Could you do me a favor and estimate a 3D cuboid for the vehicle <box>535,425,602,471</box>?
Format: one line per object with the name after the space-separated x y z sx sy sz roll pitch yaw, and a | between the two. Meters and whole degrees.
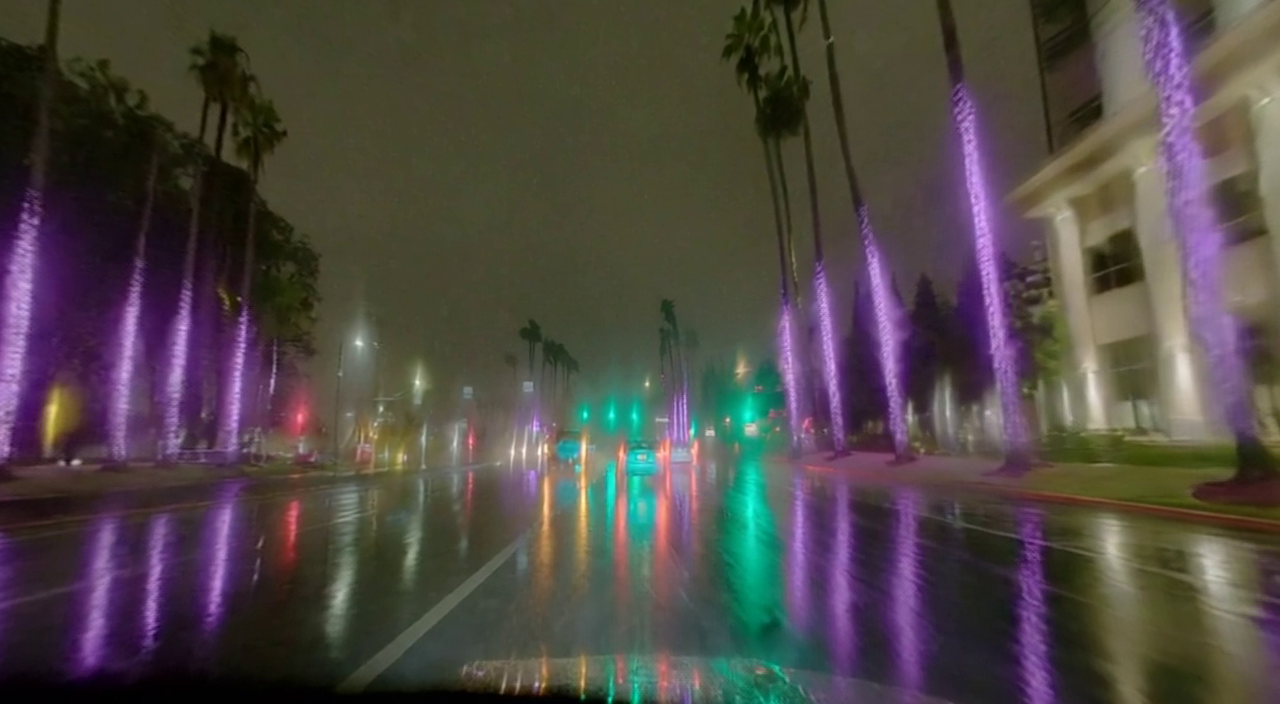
-3.389 4.781 31.433 2.672 2.064 5.681 0 -9 0 | vehicle

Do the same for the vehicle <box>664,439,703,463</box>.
2.814 6.575 41.972 2.085 1.482 4.491 0 -9 -2 | vehicle

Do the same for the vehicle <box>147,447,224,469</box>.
-34.698 8.072 48.336 4.278 1.652 2.100 -1 -9 3 | vehicle

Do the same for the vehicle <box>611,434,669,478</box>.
-0.039 4.177 25.583 2.160 1.615 4.117 0 -9 -1 | vehicle
